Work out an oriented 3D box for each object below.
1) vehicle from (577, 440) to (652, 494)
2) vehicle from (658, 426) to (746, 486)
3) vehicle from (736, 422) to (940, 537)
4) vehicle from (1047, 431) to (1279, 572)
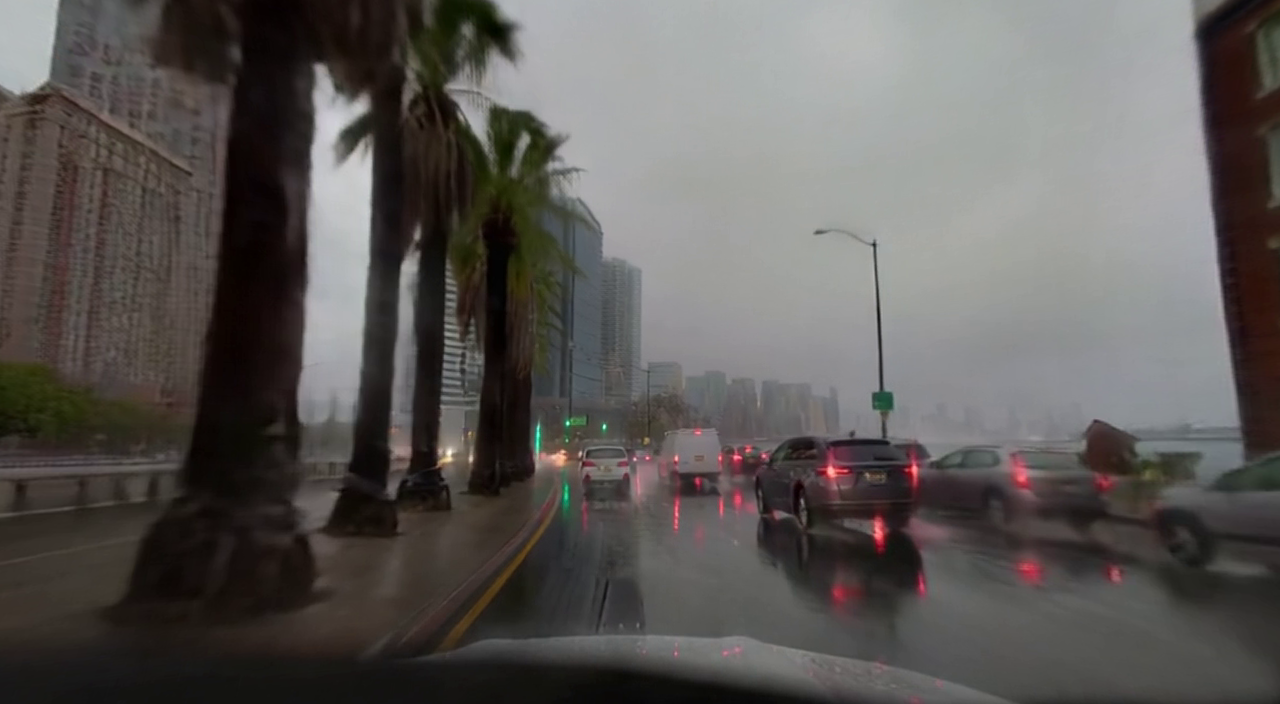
[{"bbox_3d":[-1.024,3.922,21.961,2.332,1.625,4.933,1,-9,-6],"label":"vehicle"},{"bbox_3d":[2.352,4.213,25.800,2.434,2.171,5.098,1,-9,-8],"label":"vehicle"},{"bbox_3d":[3.298,2.223,11.637,2.151,1.695,4.258,0,-9,-3],"label":"vehicle"},{"bbox_3d":[7.802,1.743,7.778,2.209,1.480,4.725,0,-9,-4],"label":"vehicle"}]
